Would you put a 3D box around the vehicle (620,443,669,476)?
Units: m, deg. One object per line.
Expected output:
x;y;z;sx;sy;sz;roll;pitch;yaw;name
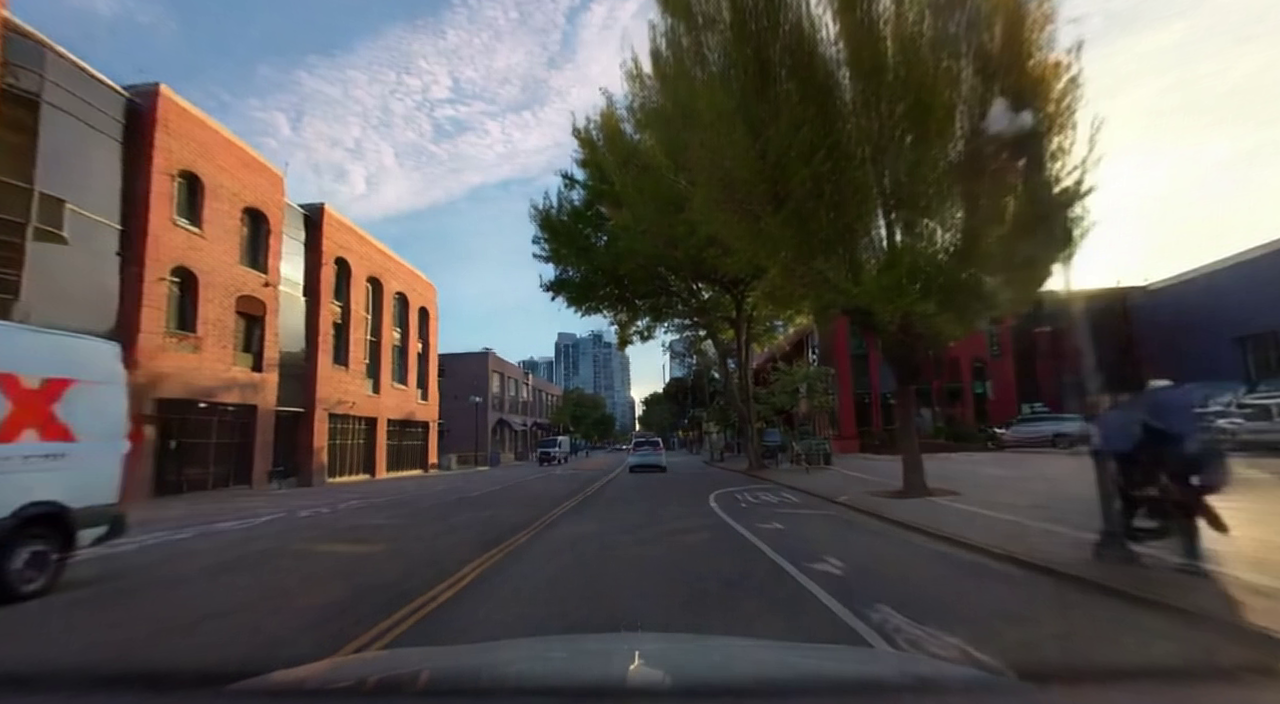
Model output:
0.300;5.559;32.919;2.356;1.572;4.810;0;-9;2;vehicle

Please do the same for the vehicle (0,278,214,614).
-7.284;0.743;4.951;2.754;3.065;7.103;0;-8;1;vehicle

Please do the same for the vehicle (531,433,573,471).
-6.511;7.429;47.396;2.418;2.620;5.522;-1;-8;0;vehicle
